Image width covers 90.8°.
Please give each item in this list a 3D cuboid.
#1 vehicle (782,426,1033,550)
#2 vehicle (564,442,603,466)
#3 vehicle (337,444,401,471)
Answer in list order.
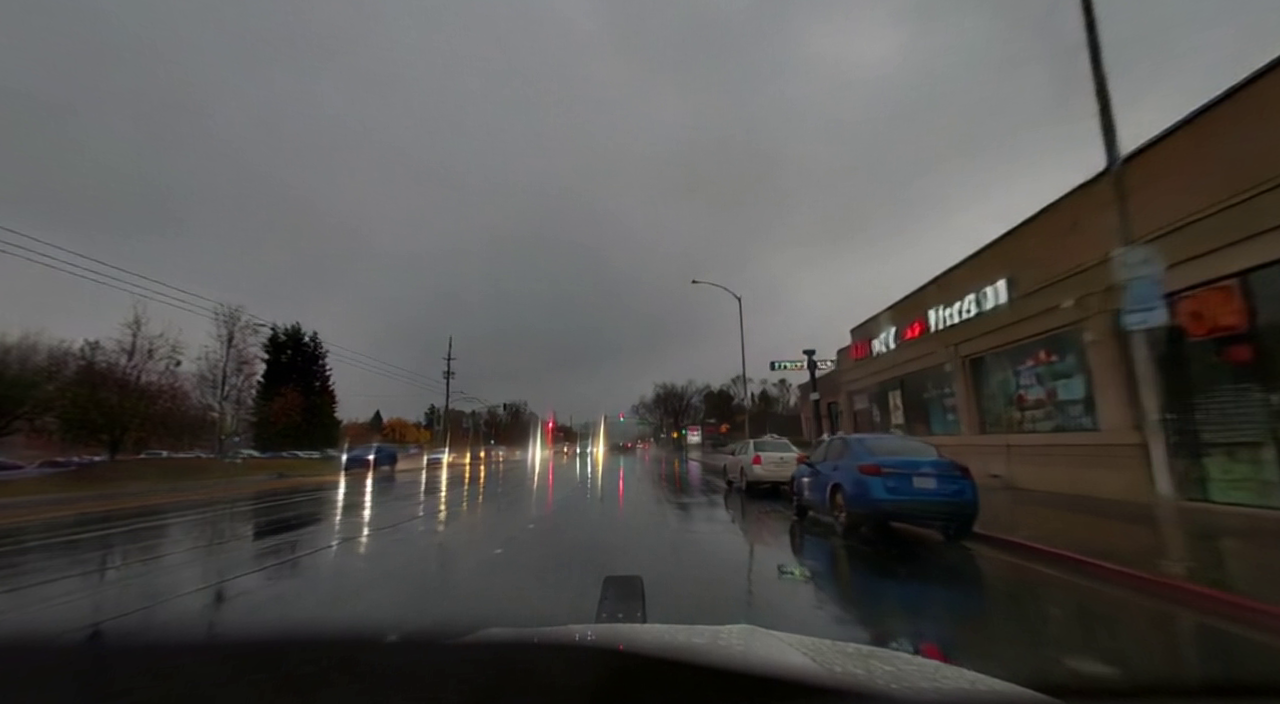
[{"bbox_3d":[3.843,2.043,10.254,1.922,1.507,4.824,0,-9,-1],"label":"vehicle"},{"bbox_3d":[-3.755,6.902,42.906,2.179,1.490,4.742,0,-9,0],"label":"vehicle"},{"bbox_3d":[-17.852,6.962,41.886,2.102,1.679,4.690,0,-9,1],"label":"vehicle"}]
